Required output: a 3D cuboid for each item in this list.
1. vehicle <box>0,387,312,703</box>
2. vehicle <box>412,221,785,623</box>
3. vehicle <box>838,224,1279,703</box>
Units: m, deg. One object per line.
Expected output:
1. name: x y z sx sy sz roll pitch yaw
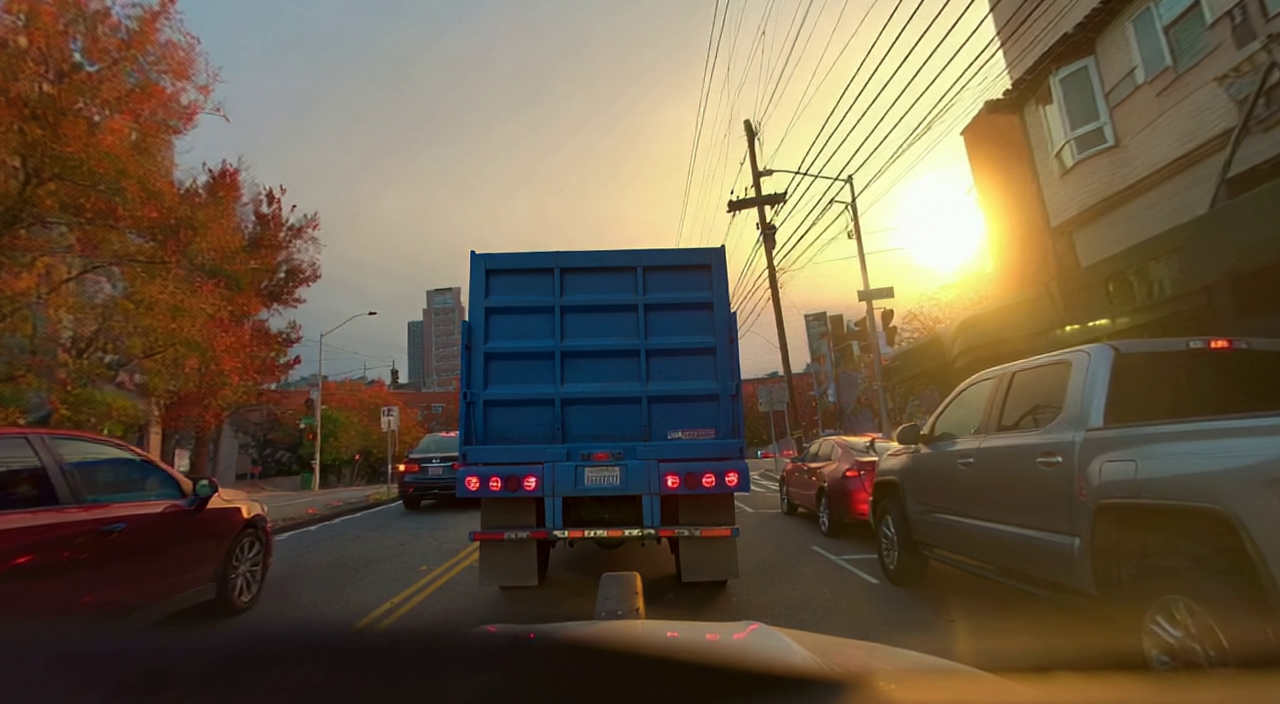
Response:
1. vehicle: -4.116 1.095 3.662 1.988 1.657 4.492 0 -8 0
2. vehicle: -0.221 1.101 9.177 2.878 3.204 8.244 0 -8 2
3. vehicle: 3.238 0.847 3.858 2.242 1.979 5.722 0 -8 1
